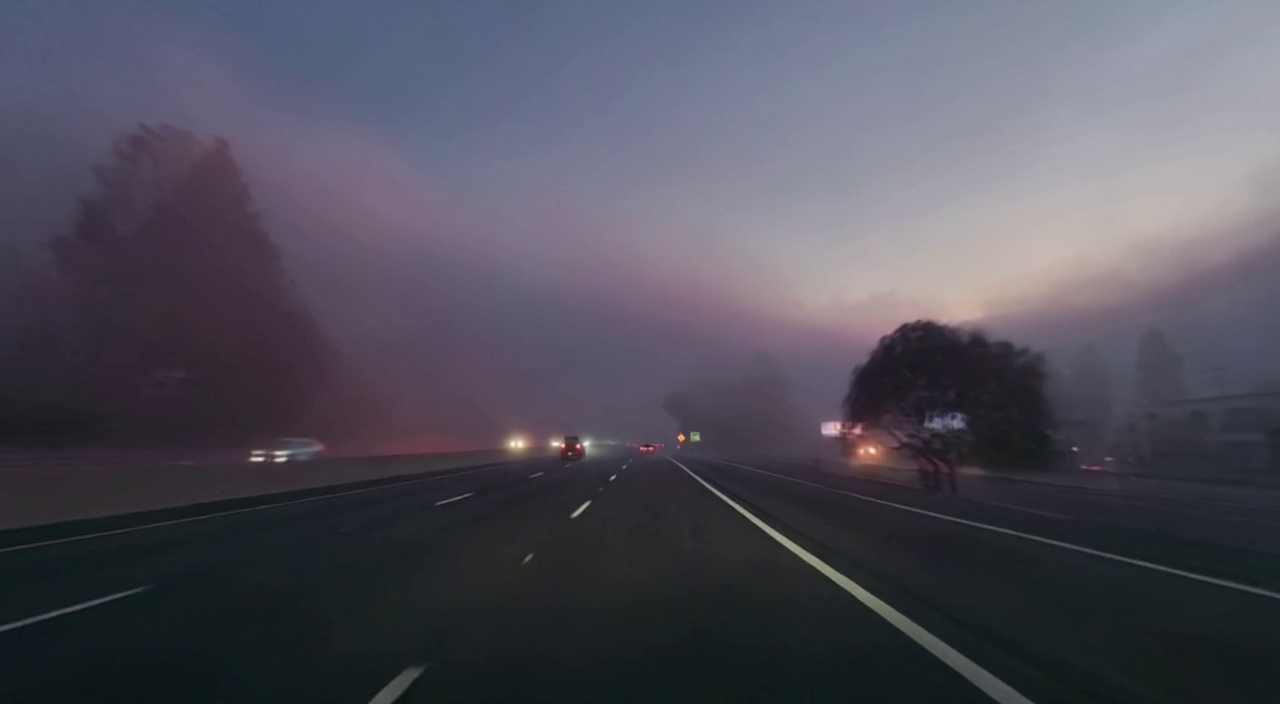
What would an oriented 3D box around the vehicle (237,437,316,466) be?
[{"bbox_3d":[-22.003,6.038,38.376,2.142,1.689,4.325,0,-8,2],"label":"vehicle"}]
